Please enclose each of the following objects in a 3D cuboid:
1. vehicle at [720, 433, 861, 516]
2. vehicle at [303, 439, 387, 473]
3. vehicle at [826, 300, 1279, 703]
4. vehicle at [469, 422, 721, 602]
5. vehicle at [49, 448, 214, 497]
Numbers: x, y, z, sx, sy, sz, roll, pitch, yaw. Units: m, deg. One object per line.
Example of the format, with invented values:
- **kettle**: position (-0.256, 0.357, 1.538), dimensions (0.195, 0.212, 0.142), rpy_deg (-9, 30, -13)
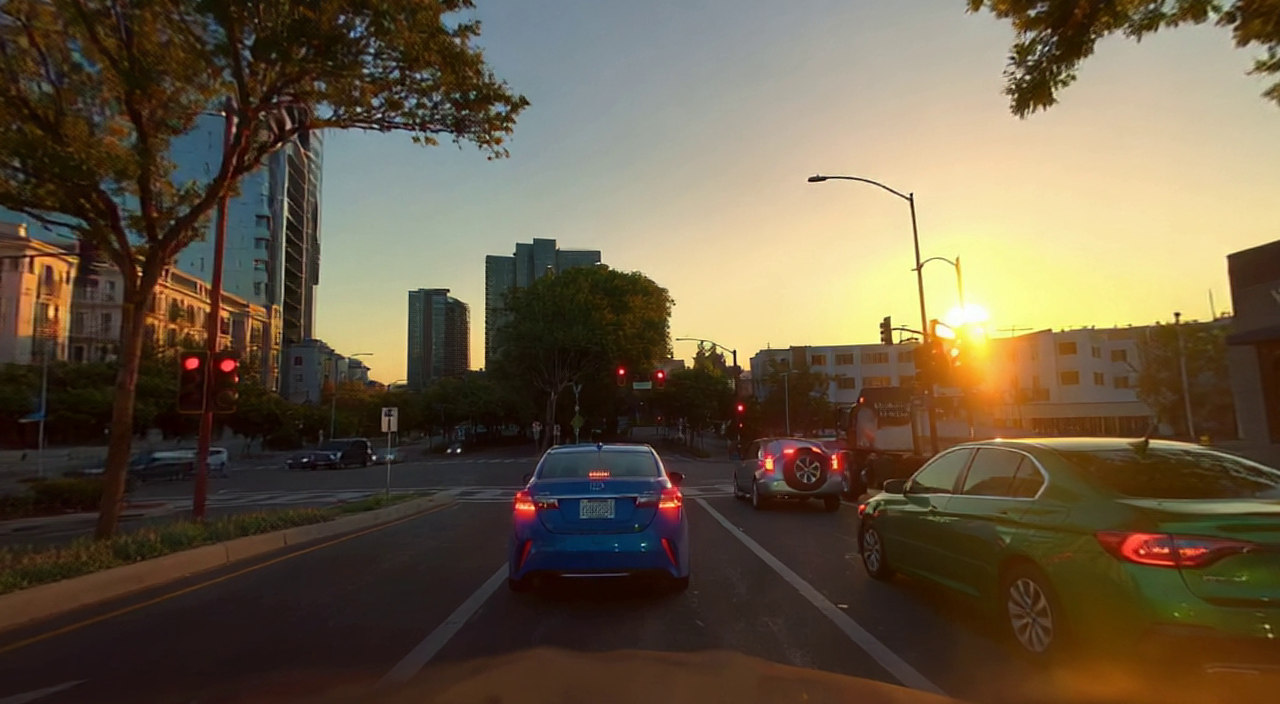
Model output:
- **vehicle**: position (3.151, 2.673, 14.328), dimensions (2.026, 1.549, 4.559), rpy_deg (0, -8, -1)
- **vehicle**: position (-17.986, 6.364, 38.936), dimensions (2.308, 1.903, 5.813), rpy_deg (0, -8, 0)
- **vehicle**: position (3.571, 1.113, 5.059), dimensions (2.572, 1.945, 5.065), rpy_deg (0, -8, 0)
- **vehicle**: position (-0.406, 1.655, 7.398), dimensions (2.143, 1.520, 3.848), rpy_deg (0, -8, -1)
- **vehicle**: position (-18.246, 4.301, 23.028), dimensions (2.130, 1.550, 4.618), rpy_deg (0, -8, 1)
